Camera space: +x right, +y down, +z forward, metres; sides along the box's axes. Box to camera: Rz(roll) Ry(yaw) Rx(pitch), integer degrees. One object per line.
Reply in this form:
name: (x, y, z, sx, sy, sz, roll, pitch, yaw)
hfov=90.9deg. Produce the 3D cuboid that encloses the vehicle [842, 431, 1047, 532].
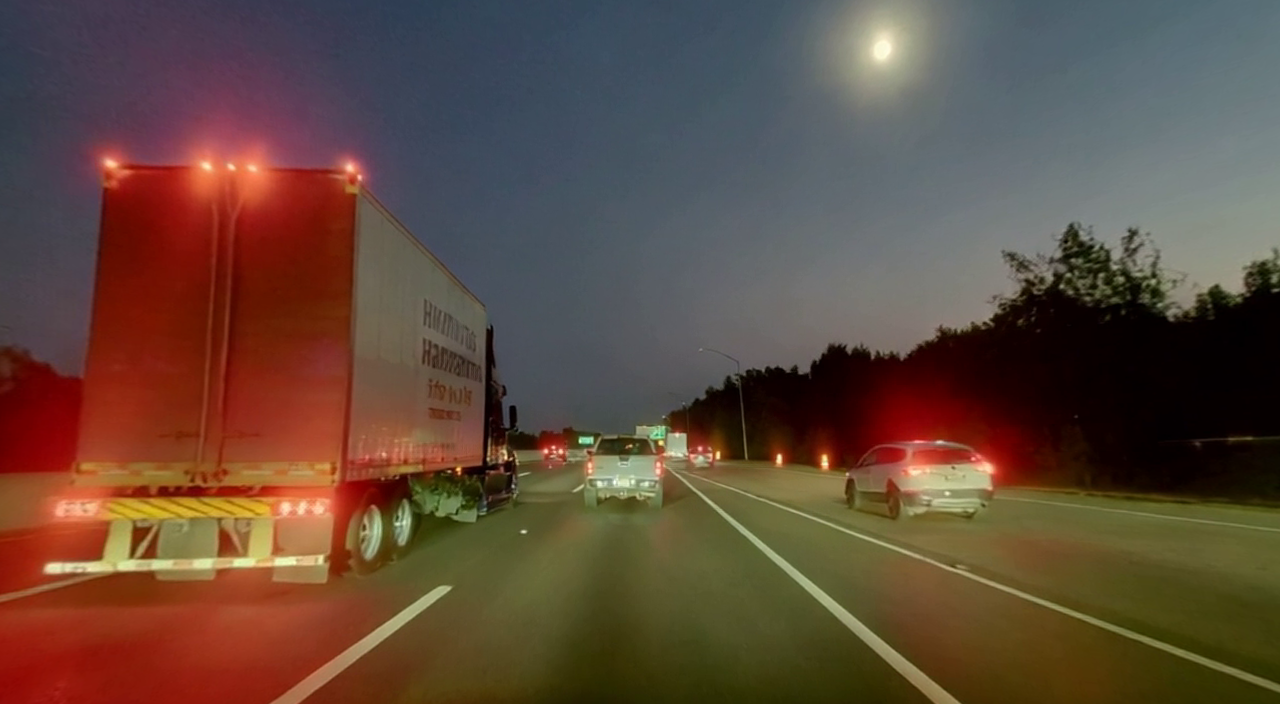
vehicle: (5.502, 2.363, 12.061, 1.937, 1.601, 3.798, 0, -9, -1)

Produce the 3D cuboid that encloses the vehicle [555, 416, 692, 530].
vehicle: (-0.288, 2.205, 11.955, 2.152, 1.779, 3.924, 0, -9, -1)

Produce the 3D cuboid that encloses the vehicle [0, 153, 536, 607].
vehicle: (-3.754, 0.750, 9.463, 2.990, 3.885, 8.243, 0, -9, 0)

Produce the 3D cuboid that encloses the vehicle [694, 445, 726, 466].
vehicle: (5.361, 8.000, 48.957, 1.918, 1.479, 4.571, 0, -9, 0)
